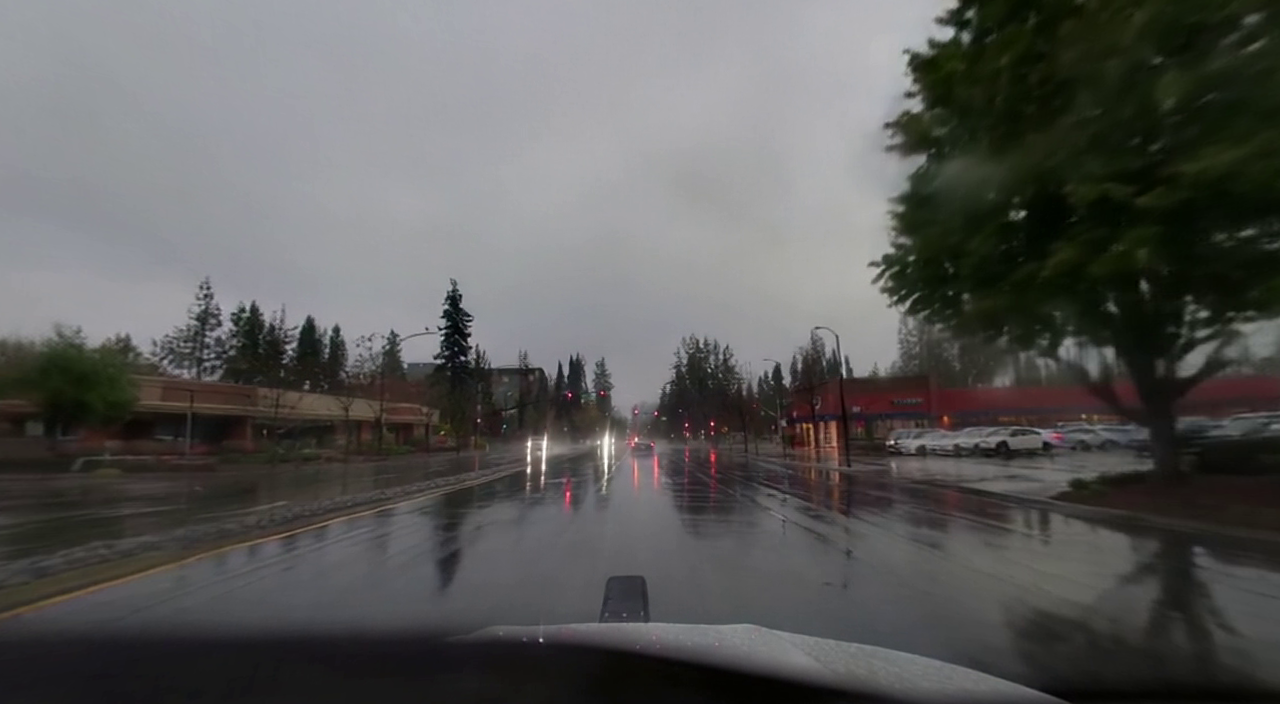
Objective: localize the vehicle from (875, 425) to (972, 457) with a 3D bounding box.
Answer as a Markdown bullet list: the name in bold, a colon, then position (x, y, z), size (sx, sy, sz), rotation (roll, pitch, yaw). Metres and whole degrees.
- **vehicle**: position (17.784, 5.632, 39.785), size (5.117, 1.933, 2.035), rotation (-1, -8, 3)

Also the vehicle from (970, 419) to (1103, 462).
- **vehicle**: position (18.207, 4.104, 29.066), size (4.904, 1.577, 1.863), rotation (-3, -9, -7)

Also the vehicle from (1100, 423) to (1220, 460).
- **vehicle**: position (19.407, 3.357, 23.616), size (3.192, 1.329, 1.505), rotation (0, -9, -5)

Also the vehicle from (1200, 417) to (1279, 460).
- **vehicle**: position (20.615, 2.840, 20.932), size (3.179, 1.322, 1.521), rotation (1, -8, -19)
